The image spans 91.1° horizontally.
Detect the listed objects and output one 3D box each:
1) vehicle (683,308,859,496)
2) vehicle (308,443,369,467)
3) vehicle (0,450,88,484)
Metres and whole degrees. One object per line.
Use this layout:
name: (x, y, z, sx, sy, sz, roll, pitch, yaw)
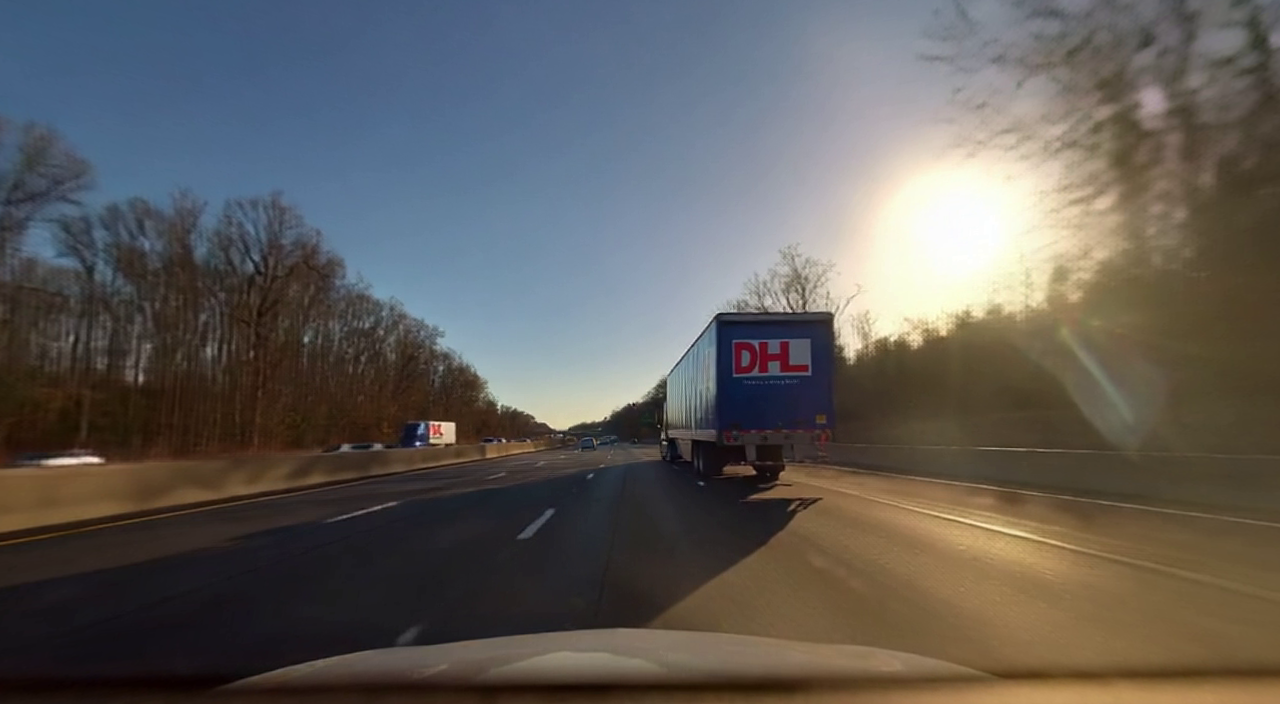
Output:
vehicle: (3.213, 1.678, 18.581, 3.011, 4.211, 8.926, 0, -8, -2)
vehicle: (-19.823, 6.788, 41.591, 1.931, 1.459, 4.334, 0, -8, -1)
vehicle: (-38.716, 7.201, 39.610, 2.271, 1.914, 5.593, -1, -8, 8)
